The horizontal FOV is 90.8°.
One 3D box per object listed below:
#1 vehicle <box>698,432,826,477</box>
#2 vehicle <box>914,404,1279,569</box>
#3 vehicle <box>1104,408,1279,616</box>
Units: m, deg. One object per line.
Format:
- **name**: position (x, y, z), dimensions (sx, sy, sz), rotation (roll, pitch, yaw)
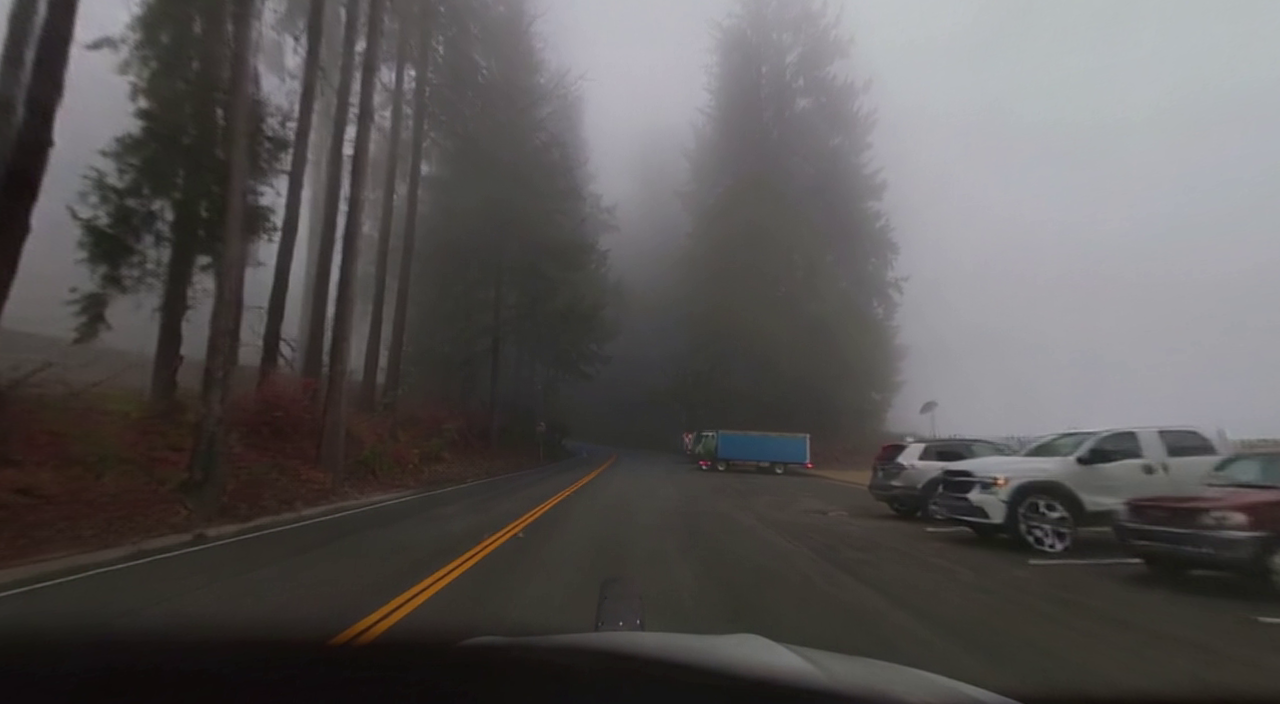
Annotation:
- **vehicle**: position (5.935, 5.079, 31.442), dimensions (5.797, 2.070, 2.502), rotation (0, -9, -1)
- **vehicle**: position (6.716, 1.721, 8.600), dimensions (4.937, 1.879, 2.156), rotation (0, -9, -5)
- **vehicle**: position (7.215, 1.448, 6.109), dimensions (3.926, 1.708, 1.945), rotation (0, -9, -4)
